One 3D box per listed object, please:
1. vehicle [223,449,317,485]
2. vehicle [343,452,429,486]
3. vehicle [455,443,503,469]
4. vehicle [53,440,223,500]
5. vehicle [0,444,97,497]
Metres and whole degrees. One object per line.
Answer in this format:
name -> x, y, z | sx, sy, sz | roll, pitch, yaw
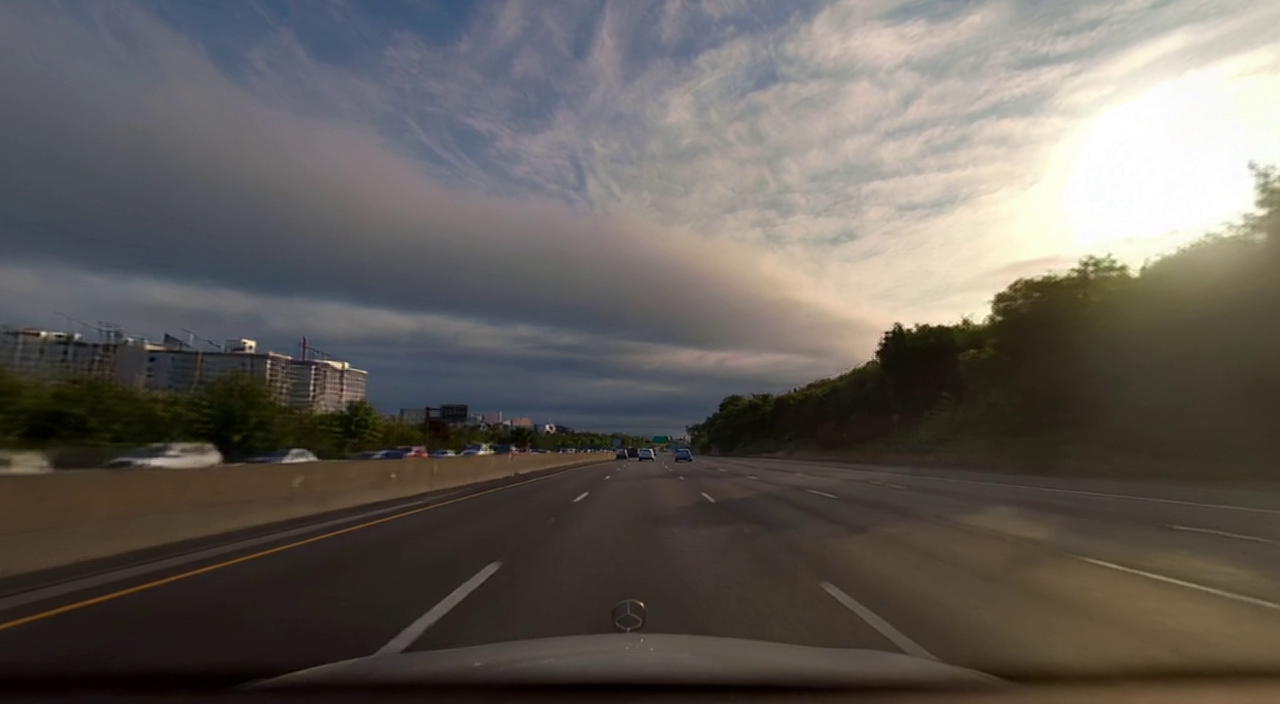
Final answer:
vehicle -> -16.154, 5.031, 27.748 | 1.835, 1.455, 3.673 | -1, -9, 1
vehicle -> -11.690, 5.379, 29.410 | 2.007, 1.427, 4.564 | -1, -9, 2
vehicle -> -11.415, 7.413, 45.112 | 2.060, 1.730, 5.120 | 0, -9, 0
vehicle -> -16.061, 3.777, 20.550 | 1.883, 1.691, 4.383 | 0, -9, 0
vehicle -> -20.106, 3.742, 20.090 | 1.882, 1.583, 4.054 | 0, -9, 0
